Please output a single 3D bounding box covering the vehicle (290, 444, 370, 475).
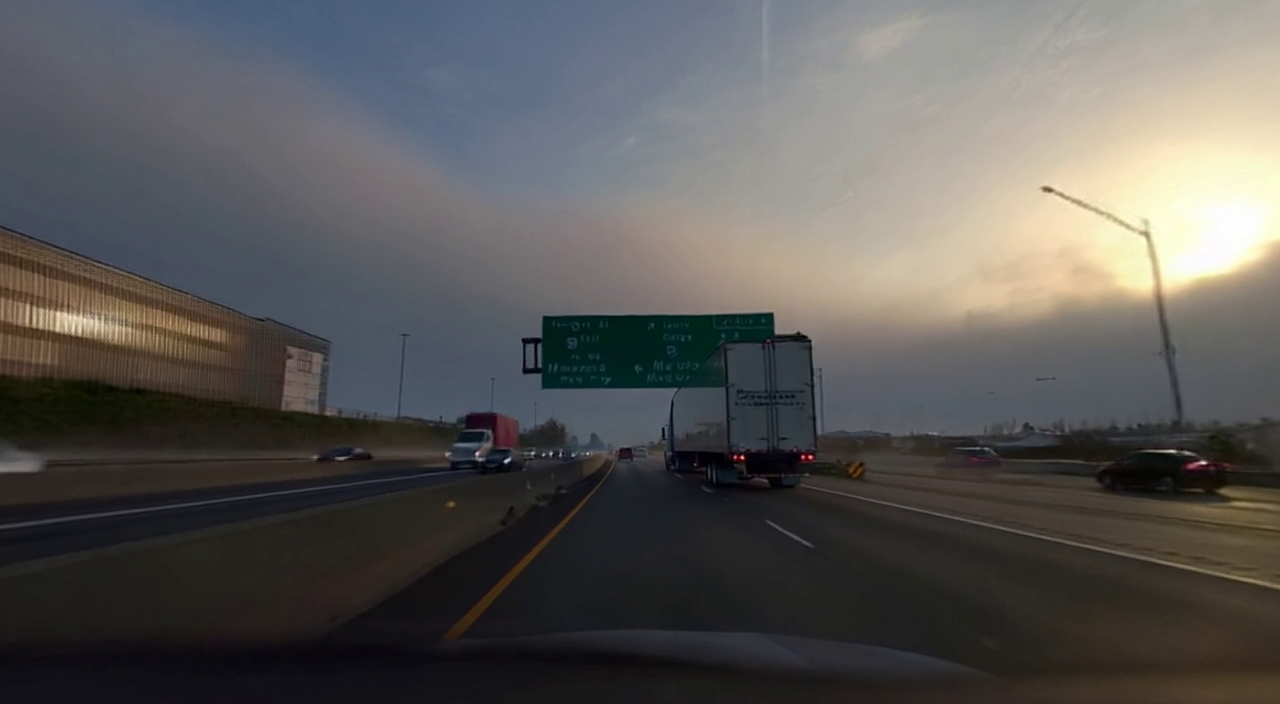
[{"bbox_3d":[-16.226,5.648,33.106,1.912,1.482,4.676,0,-9,-1],"label":"vehicle"}]

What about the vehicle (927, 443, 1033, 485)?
[{"bbox_3d":[14.608,4.798,27.264,2.107,1.648,4.324,0,-9,-1],"label":"vehicle"}]

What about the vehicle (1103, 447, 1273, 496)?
[{"bbox_3d":[18.833,4.077,21.879,1.811,1.499,4.472,0,-9,-1],"label":"vehicle"}]

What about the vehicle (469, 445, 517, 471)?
[{"bbox_3d":[-8.968,6.492,38.473,1.977,1.494,4.096,0,-9,0],"label":"vehicle"}]

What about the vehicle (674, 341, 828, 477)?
[{"bbox_3d":[3.953,3.145,28.636,3.317,4.314,17.803,0,-9,-2],"label":"vehicle"}]
